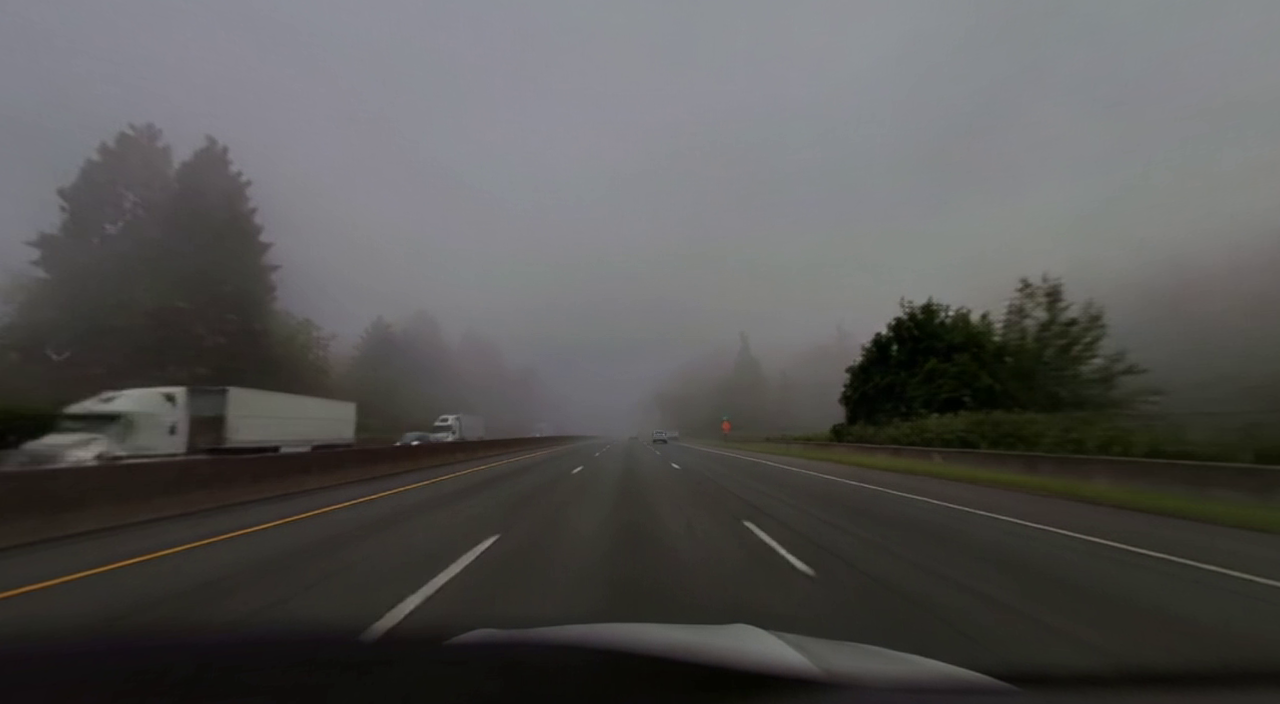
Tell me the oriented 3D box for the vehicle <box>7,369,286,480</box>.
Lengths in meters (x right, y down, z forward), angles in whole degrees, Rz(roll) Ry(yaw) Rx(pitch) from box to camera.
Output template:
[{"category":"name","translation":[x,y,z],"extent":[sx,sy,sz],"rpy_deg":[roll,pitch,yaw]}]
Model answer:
[{"category":"vehicle","translation":[-20.591,3.384,27.945],"extent":[3.078,3.829,11.722],"rpy_deg":[-1,-8,-1]}]

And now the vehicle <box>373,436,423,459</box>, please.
[{"category":"vehicle","translation":[-16.758,6.635,43.823],"extent":[1.811,1.480,4.437],"rpy_deg":[0,-8,-1]}]
